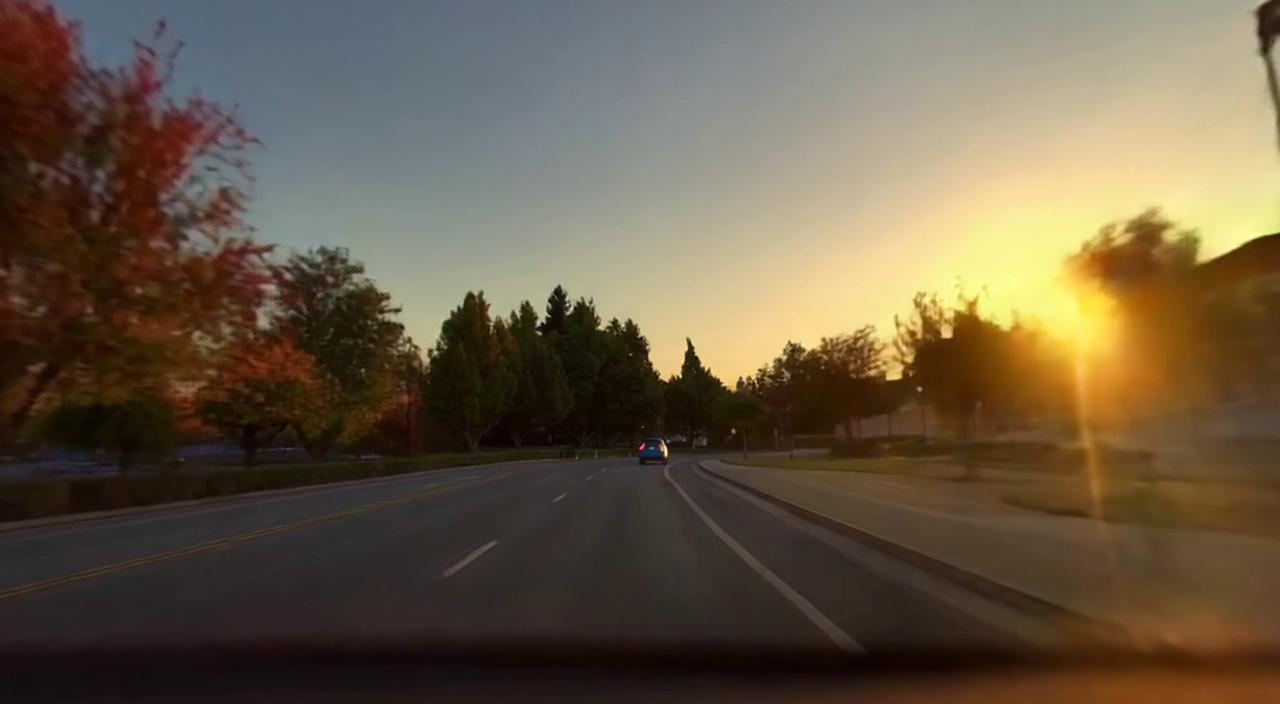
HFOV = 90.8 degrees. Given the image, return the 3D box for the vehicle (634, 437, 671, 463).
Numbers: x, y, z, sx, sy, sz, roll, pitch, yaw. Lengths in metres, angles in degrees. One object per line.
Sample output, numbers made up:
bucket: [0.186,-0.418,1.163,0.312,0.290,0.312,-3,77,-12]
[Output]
vehicle: [0.963,7.180,46.297,2.370,1.781,4.440,-1,-9,5]
